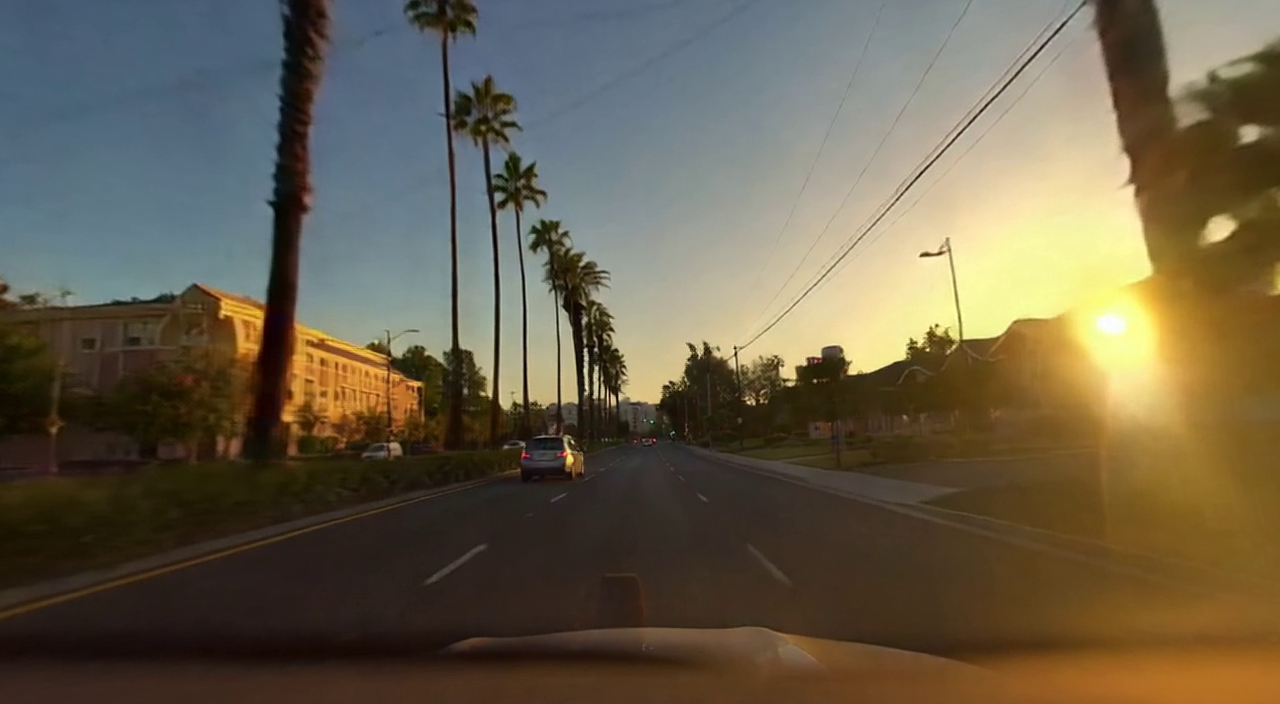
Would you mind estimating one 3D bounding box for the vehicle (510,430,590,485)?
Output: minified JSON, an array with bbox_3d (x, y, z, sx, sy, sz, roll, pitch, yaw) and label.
[{"bbox_3d":[-3.027,3.655,22.175,2.062,1.693,4.669,0,-8,1],"label":"vehicle"}]
